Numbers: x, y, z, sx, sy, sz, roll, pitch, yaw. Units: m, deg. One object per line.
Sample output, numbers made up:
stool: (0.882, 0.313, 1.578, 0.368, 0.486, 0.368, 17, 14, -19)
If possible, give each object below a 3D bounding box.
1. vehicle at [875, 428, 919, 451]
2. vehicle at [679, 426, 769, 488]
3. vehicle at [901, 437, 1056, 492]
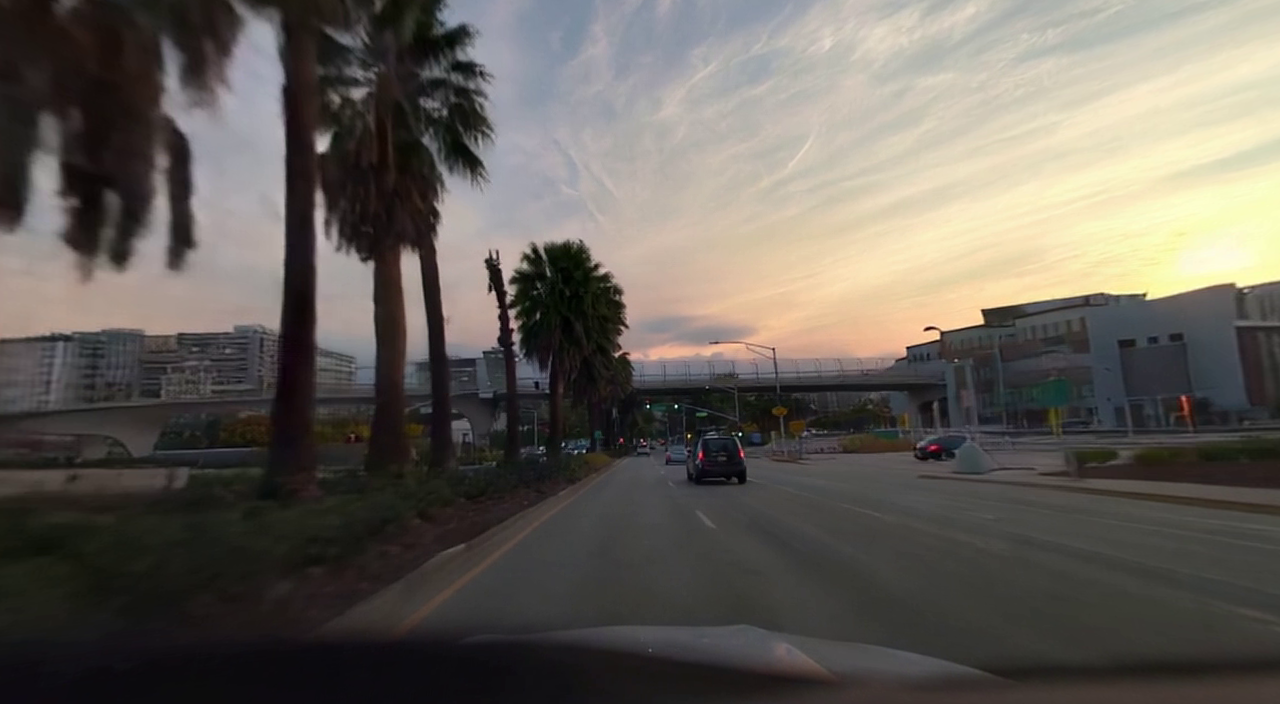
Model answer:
vehicle: (19.370, 6.611, 47.522, 2.100, 1.626, 4.450, -6, -10, 33)
vehicle: (2.957, 3.885, 23.668, 2.559, 2.017, 5.562, 0, -9, 0)
vehicle: (10.159, 3.420, 19.558, 1.989, 1.472, 5.054, 0, -9, 0)
